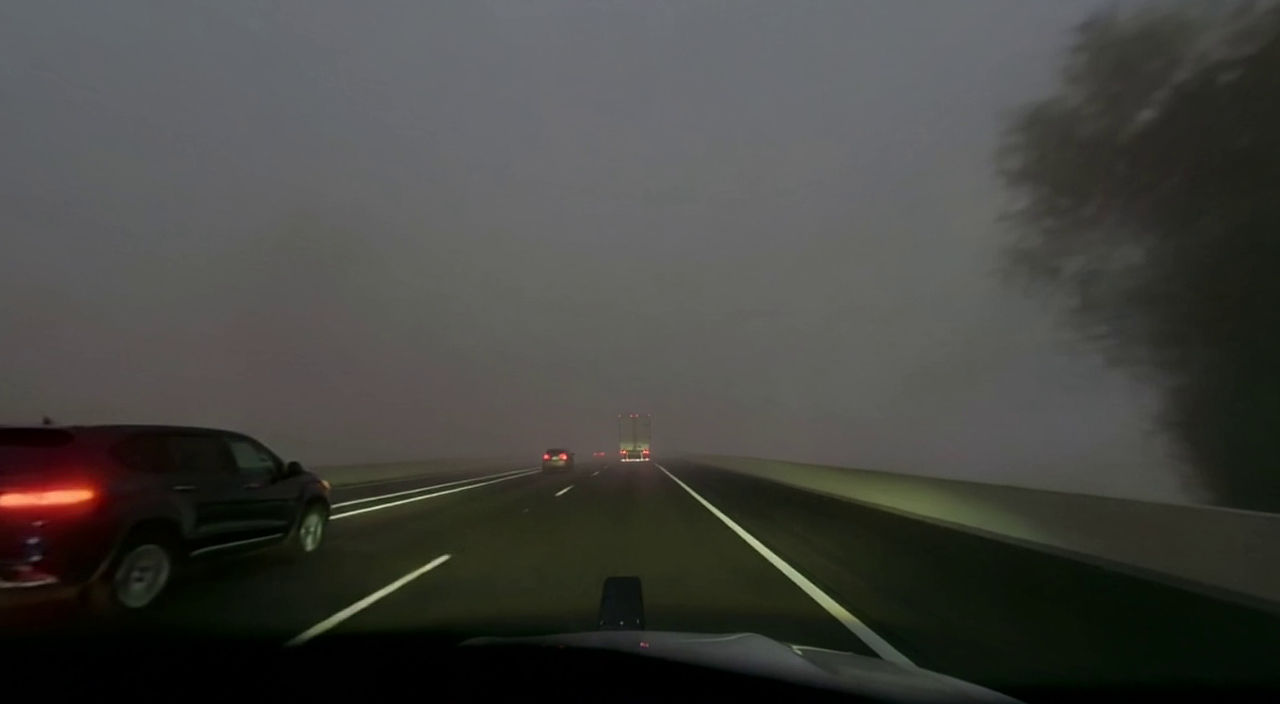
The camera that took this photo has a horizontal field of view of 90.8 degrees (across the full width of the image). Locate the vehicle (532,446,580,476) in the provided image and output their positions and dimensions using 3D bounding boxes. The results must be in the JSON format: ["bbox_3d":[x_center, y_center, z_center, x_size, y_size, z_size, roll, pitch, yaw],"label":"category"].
[{"bbox_3d":[-4.436,5.806,33.916,1.978,1.507,4.062,0,-9,0],"label":"vehicle"}]

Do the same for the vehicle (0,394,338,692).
[{"bbox_3d":[-4.503,1.297,5.109,1.991,1.618,4.211,0,-9,0],"label":"vehicle"}]
